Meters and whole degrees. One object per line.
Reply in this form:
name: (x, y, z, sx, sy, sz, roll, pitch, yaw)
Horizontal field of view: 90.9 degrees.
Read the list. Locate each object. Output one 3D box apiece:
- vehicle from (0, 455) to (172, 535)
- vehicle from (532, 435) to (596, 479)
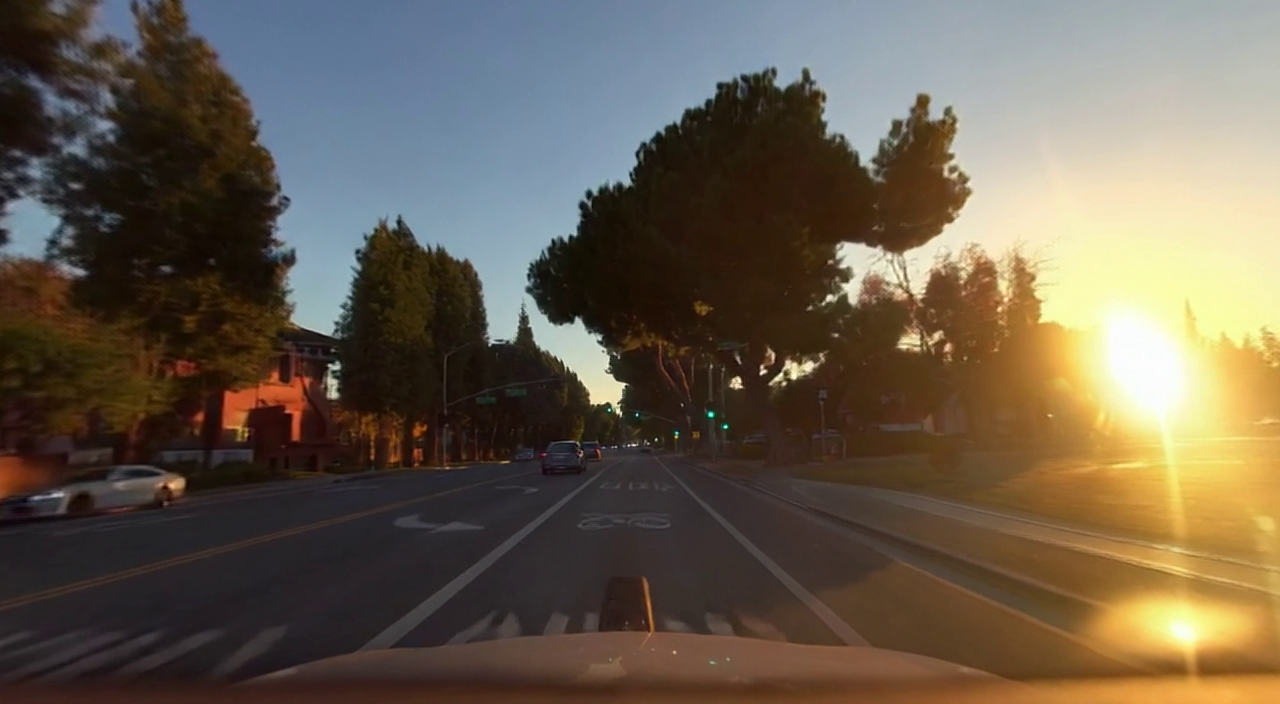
vehicle: (-14.214, 3.439, 15.547, 1.860, 1.490, 4.542, -4, -7, 0)
vehicle: (-3.133, 4.468, 27.055, 2.084, 1.701, 4.734, 0, -8, 1)
